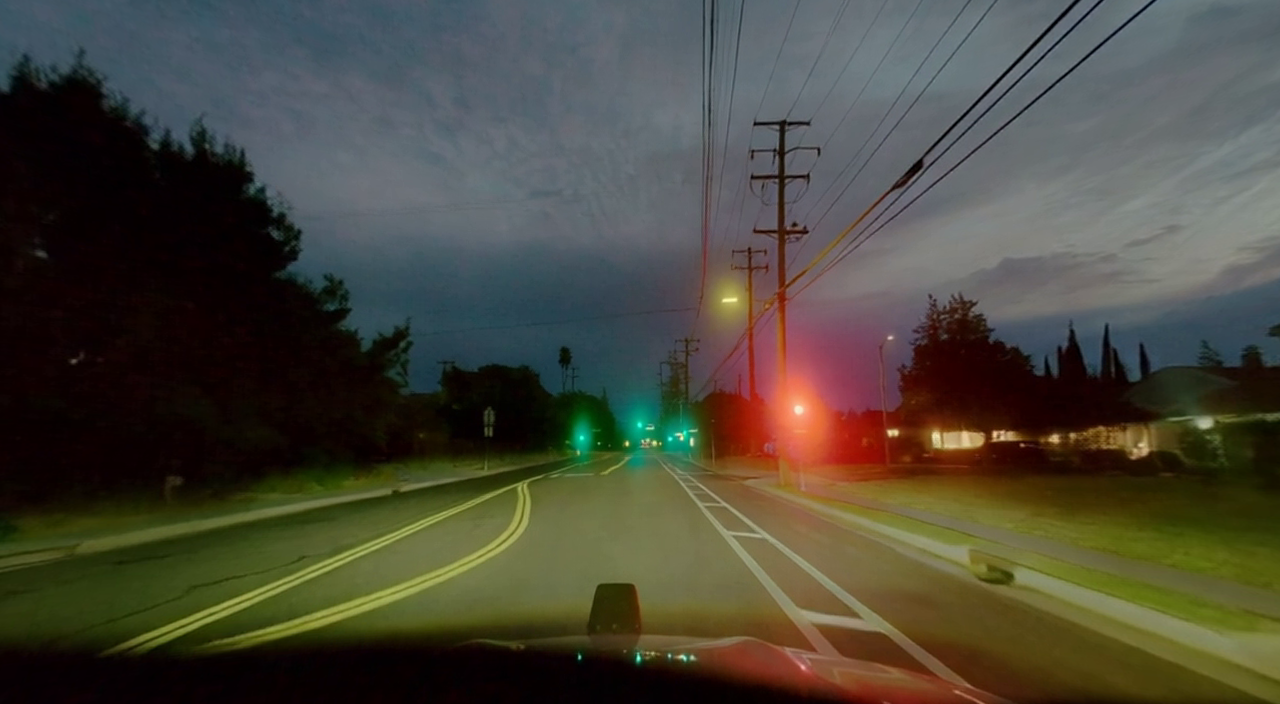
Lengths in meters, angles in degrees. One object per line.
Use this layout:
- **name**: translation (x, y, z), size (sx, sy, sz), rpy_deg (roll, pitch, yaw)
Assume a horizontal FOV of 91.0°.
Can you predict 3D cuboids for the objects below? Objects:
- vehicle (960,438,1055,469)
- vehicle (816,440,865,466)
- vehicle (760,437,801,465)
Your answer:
- **vehicle**: translation (21.049, 5.790, 36.156), size (3.943, 1.664, 2.391), rpy_deg (0, -8, -1)
- **vehicle**: translation (13.541, 6.838, 42.790), size (1.935, 1.683, 4.669), rpy_deg (0, -9, 2)
- **vehicle**: translation (10.266, 7.273, 46.386), size (1.912, 1.953, 4.651), rpy_deg (0, -9, 0)
